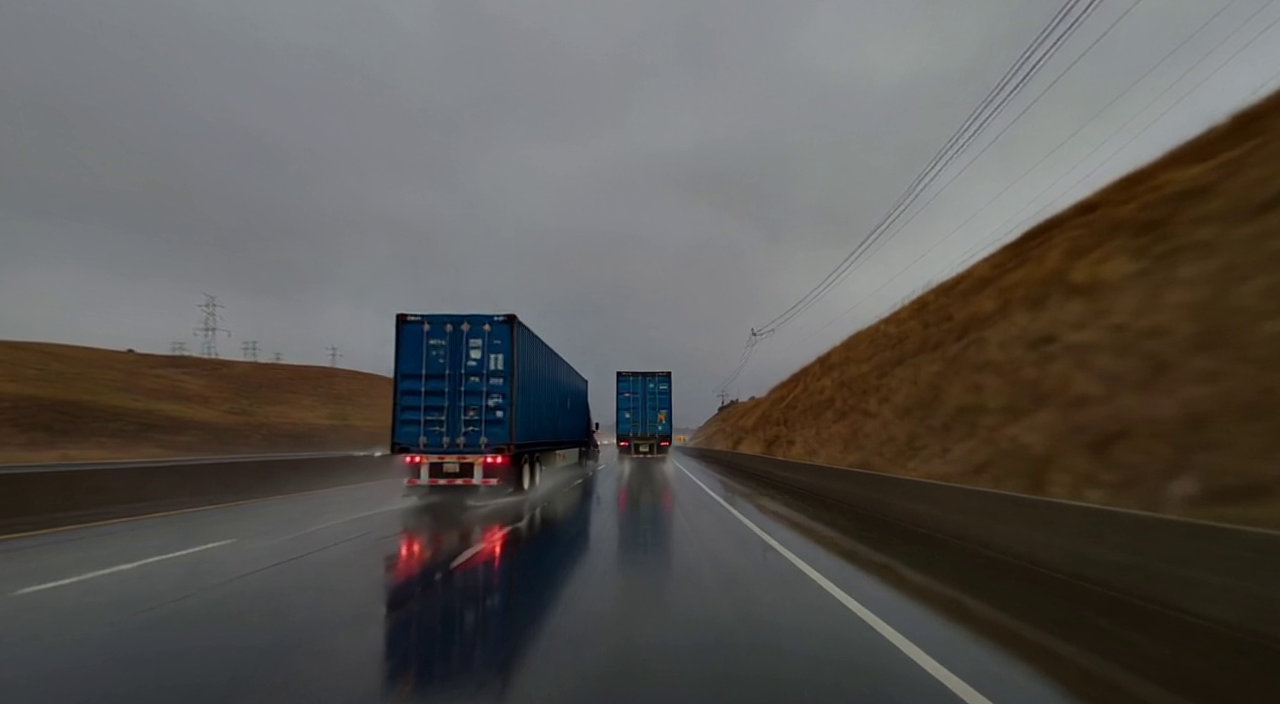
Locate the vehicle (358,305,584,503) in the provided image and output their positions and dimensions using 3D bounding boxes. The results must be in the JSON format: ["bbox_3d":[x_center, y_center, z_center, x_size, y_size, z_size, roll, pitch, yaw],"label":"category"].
[{"bbox_3d":[-4.078,2.005,19.836,3.065,4.105,13.706,0,-8,1],"label":"vehicle"}]

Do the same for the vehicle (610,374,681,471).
[{"bbox_3d":[0.112,3.812,32.463,3.006,4.120,11.586,0,-8,-1],"label":"vehicle"}]
